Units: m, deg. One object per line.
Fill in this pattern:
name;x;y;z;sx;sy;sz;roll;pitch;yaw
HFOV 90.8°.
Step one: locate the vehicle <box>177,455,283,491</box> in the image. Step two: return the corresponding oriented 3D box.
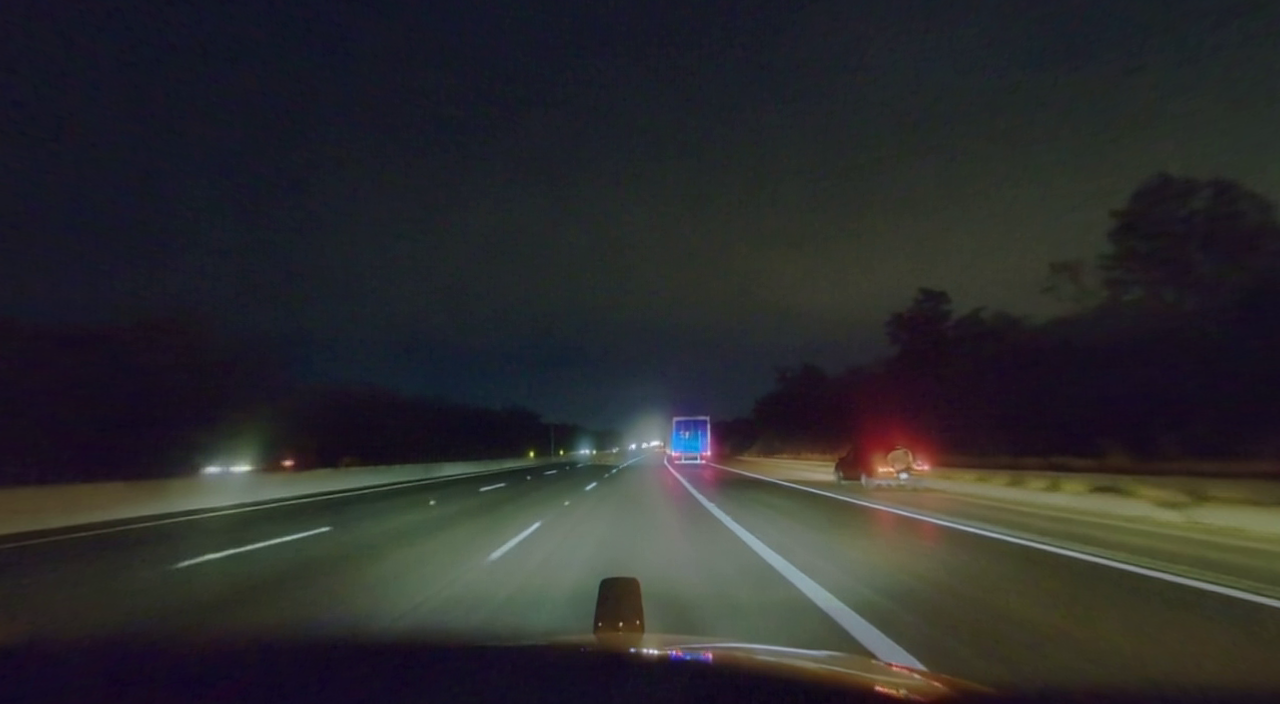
vehicle;-19.052;5.627;29.595;1.990;1.463;4.355;0;-9;1
